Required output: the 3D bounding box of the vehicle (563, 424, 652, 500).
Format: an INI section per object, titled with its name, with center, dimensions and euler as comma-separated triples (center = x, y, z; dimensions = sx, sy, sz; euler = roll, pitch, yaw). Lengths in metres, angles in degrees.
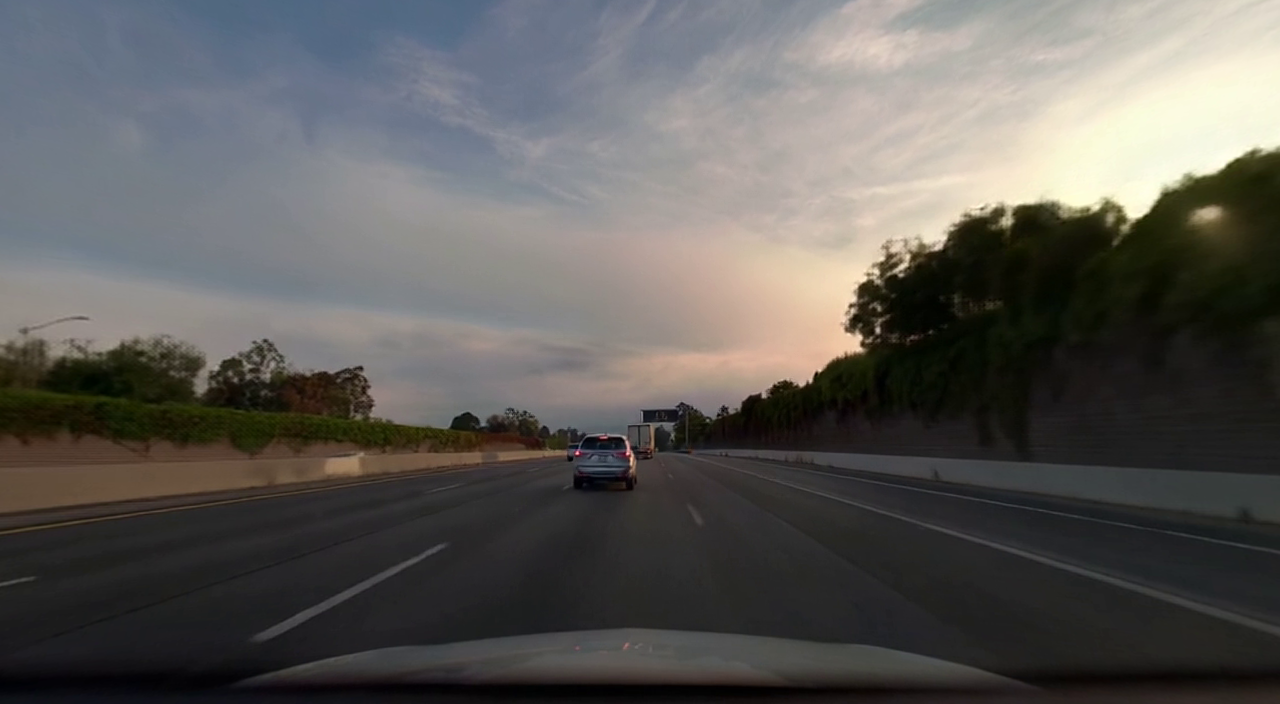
[vehicle]
center = -0.736, 2.940, 17.198
dimensions = 2.114, 1.787, 4.365
euler = 0, -8, 1
